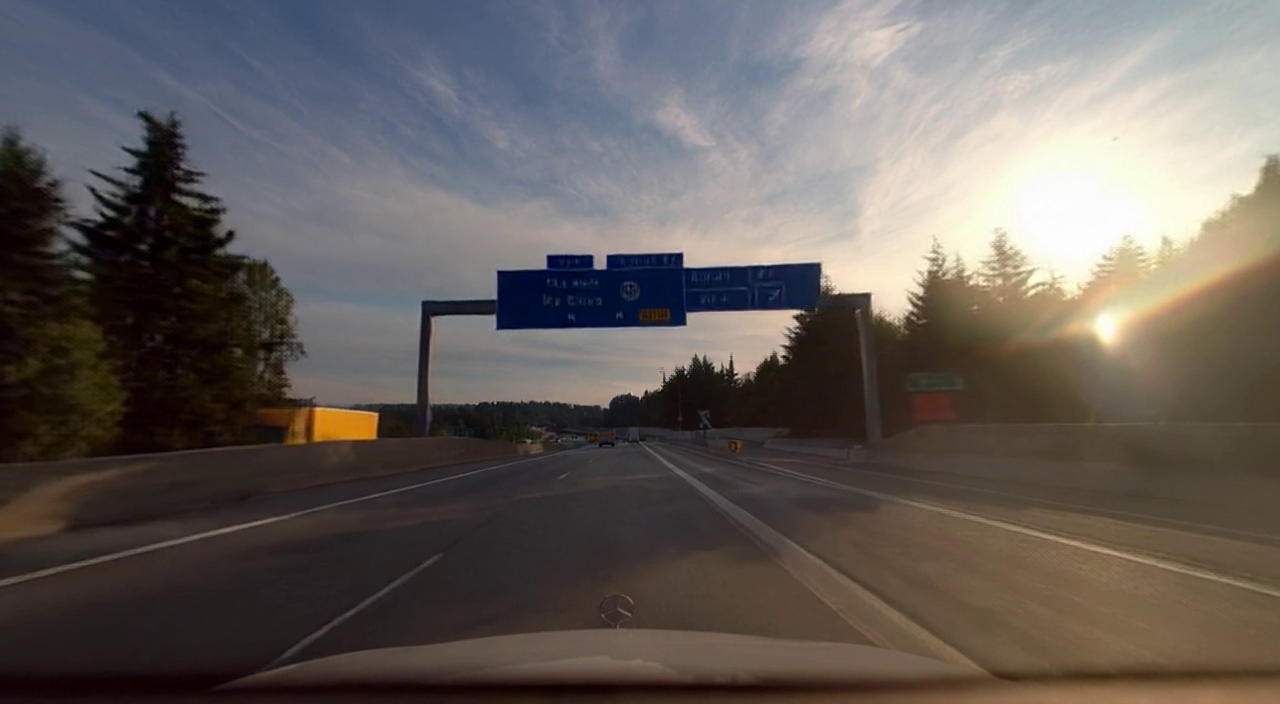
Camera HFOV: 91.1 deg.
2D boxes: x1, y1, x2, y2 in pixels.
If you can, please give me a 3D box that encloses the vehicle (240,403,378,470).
[{"bbox_3d":[-18.061,4.750,35.252,2.904,3.267,8.867,0,-8,0],"label":"vehicle"}]
